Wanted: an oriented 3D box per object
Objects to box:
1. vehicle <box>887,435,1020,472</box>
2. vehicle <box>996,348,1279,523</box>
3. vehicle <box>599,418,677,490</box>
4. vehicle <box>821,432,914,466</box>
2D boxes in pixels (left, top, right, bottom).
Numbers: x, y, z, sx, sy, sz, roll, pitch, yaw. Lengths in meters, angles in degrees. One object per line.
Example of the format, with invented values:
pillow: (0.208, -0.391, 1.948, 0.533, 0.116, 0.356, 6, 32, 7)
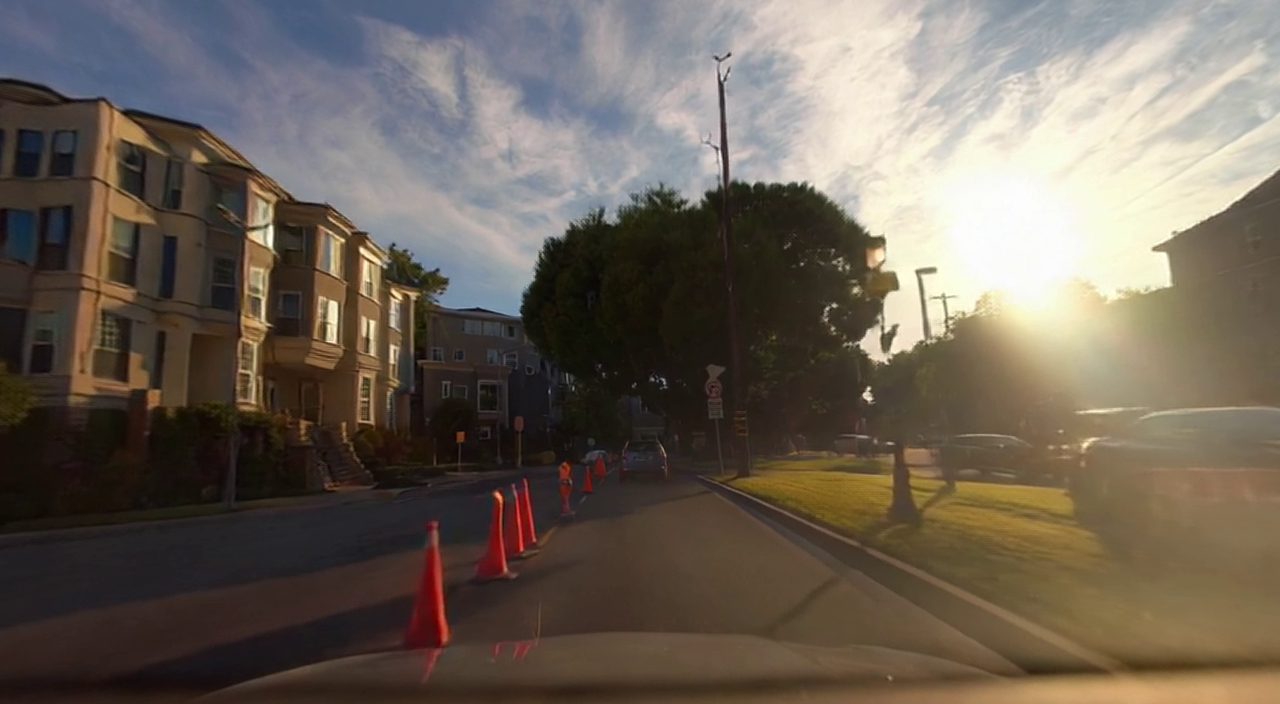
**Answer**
vehicle: (13.070, 4.267, 26.627, 4.567, 1.448, 1.890, -1, -9, 7)
vehicle: (9.601, 1.624, 11.301, 2.253, 2.306, 6.753, 0, -10, -2)
vehicle: (-0.107, 3.274, 20.418, 2.169, 2.015, 5.206, 0, -9, -1)
vehicle: (11.325, 4.837, 31.557, 3.835, 1.584, 1.893, 1, -9, -8)
